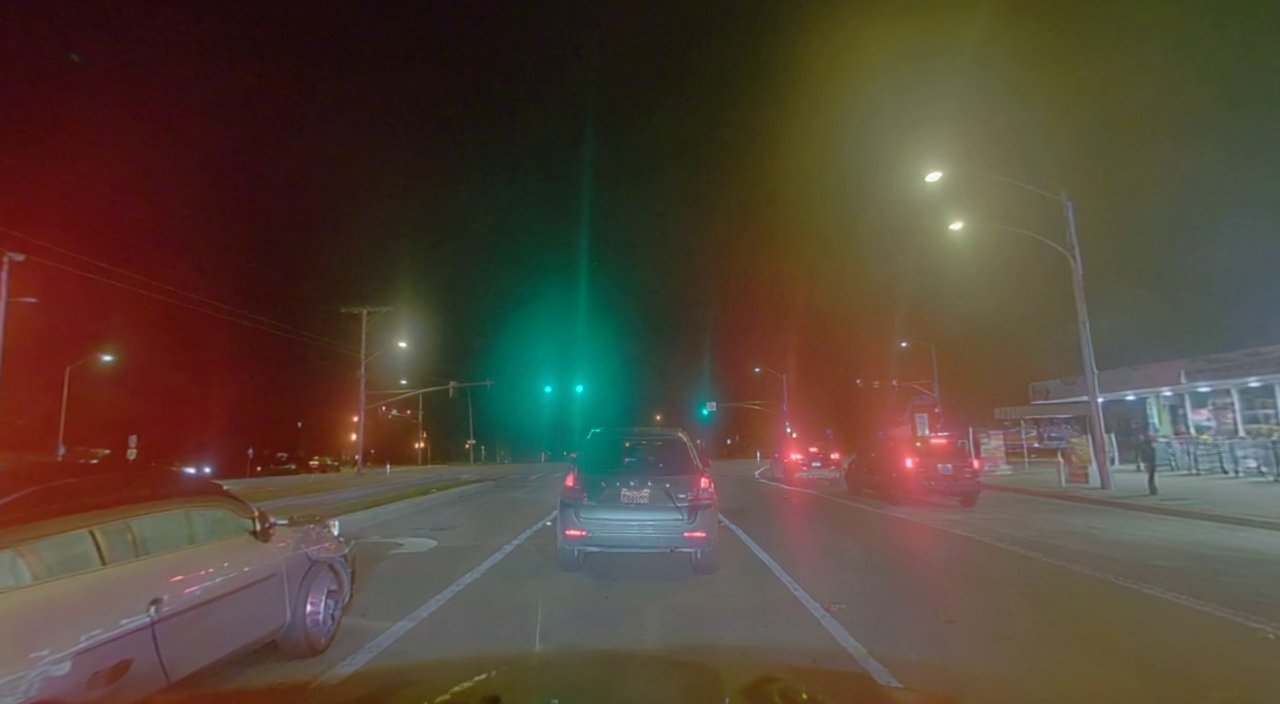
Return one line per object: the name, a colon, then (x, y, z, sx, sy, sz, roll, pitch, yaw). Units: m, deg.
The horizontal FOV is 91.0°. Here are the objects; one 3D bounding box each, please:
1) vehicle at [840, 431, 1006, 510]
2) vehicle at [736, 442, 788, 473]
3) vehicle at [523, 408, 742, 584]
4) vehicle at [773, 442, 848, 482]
vehicle: (6.776, 2.875, 15.753, 2.072, 1.652, 4.611, 0, -8, 1)
vehicle: (6.289, 5.480, 32.823, 1.961, 1.477, 4.454, 0, -8, 2)
vehicle: (-0.057, 1.691, 8.130, 2.115, 1.700, 3.901, 0, -8, 0)
vehicle: (6.842, 4.440, 25.673, 1.833, 1.452, 4.237, 0, -9, 0)
